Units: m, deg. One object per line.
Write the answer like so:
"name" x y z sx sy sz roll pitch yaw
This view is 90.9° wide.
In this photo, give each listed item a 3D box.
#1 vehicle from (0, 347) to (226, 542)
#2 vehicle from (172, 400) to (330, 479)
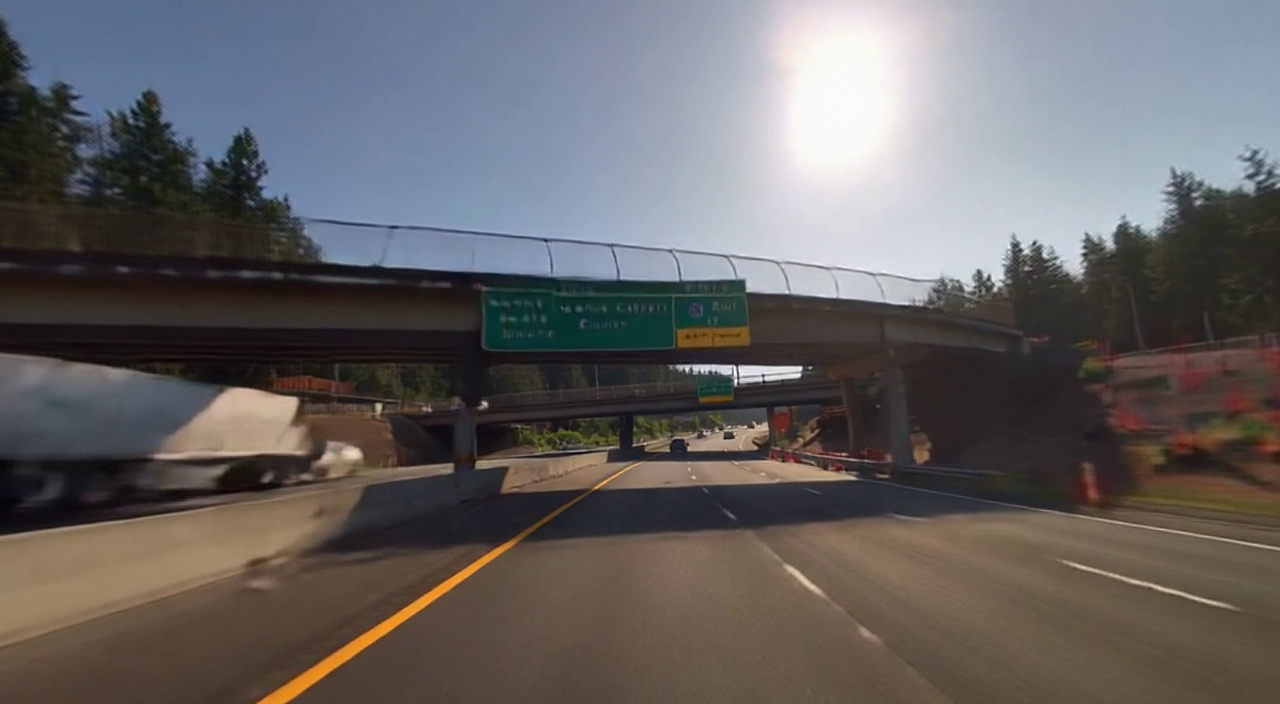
"vehicle" -13.333 1.910 12.994 3.010 3.577 9.124 -1 -8 3
"vehicle" -12.885 2.969 21.385 2.083 2.374 4.725 -1 -8 3
